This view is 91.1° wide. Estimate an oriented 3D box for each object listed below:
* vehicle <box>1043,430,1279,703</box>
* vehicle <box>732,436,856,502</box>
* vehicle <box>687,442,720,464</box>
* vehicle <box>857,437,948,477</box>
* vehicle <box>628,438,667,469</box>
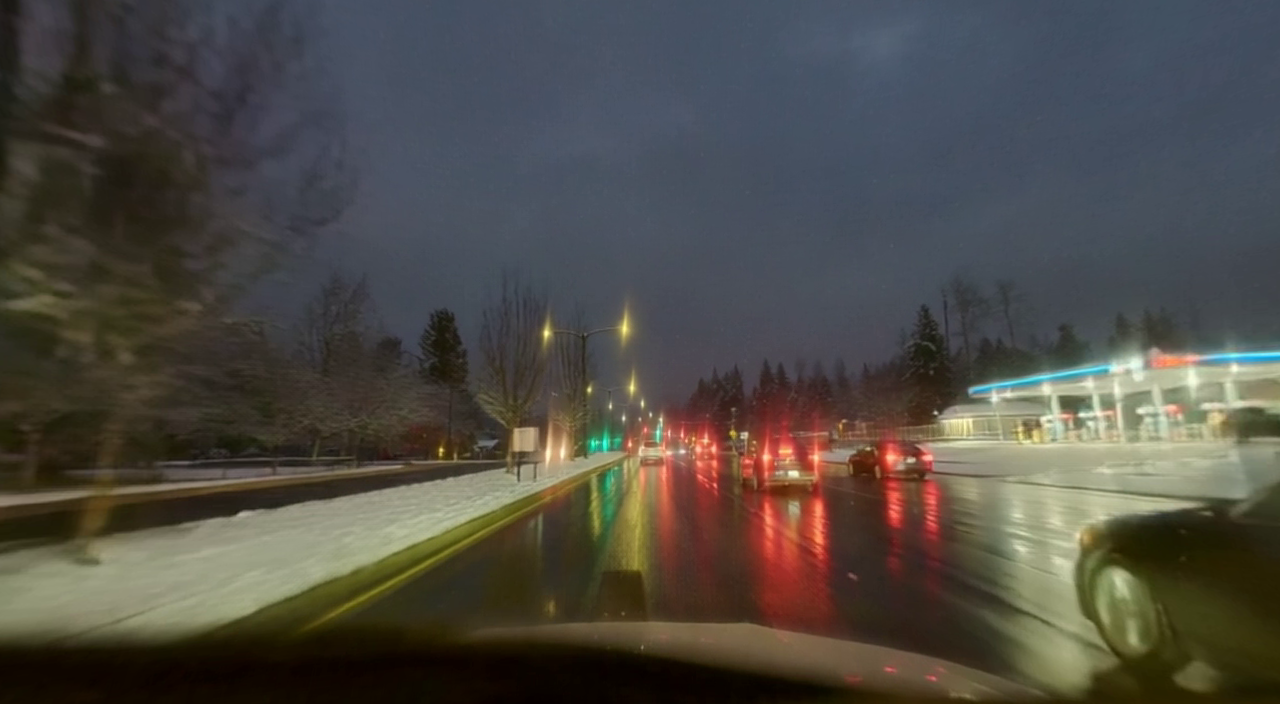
[{"bbox_3d":[3.775,0.940,2.019,1.944,1.404,4.597,0,-9,1],"label":"vehicle"},{"bbox_3d":[3.896,3.057,16.886,2.119,1.509,4.756,0,-9,0],"label":"vehicle"},{"bbox_3d":[4.565,7.353,45.932,1.980,1.515,4.362,0,-9,0],"label":"vehicle"},{"bbox_3d":[10.715,4.302,25.986,1.906,1.488,4.251,0,-9,0],"label":"vehicle"},{"bbox_3d":[0.454,6.043,37.513,2.172,1.694,4.055,0,-9,1],"label":"vehicle"}]
